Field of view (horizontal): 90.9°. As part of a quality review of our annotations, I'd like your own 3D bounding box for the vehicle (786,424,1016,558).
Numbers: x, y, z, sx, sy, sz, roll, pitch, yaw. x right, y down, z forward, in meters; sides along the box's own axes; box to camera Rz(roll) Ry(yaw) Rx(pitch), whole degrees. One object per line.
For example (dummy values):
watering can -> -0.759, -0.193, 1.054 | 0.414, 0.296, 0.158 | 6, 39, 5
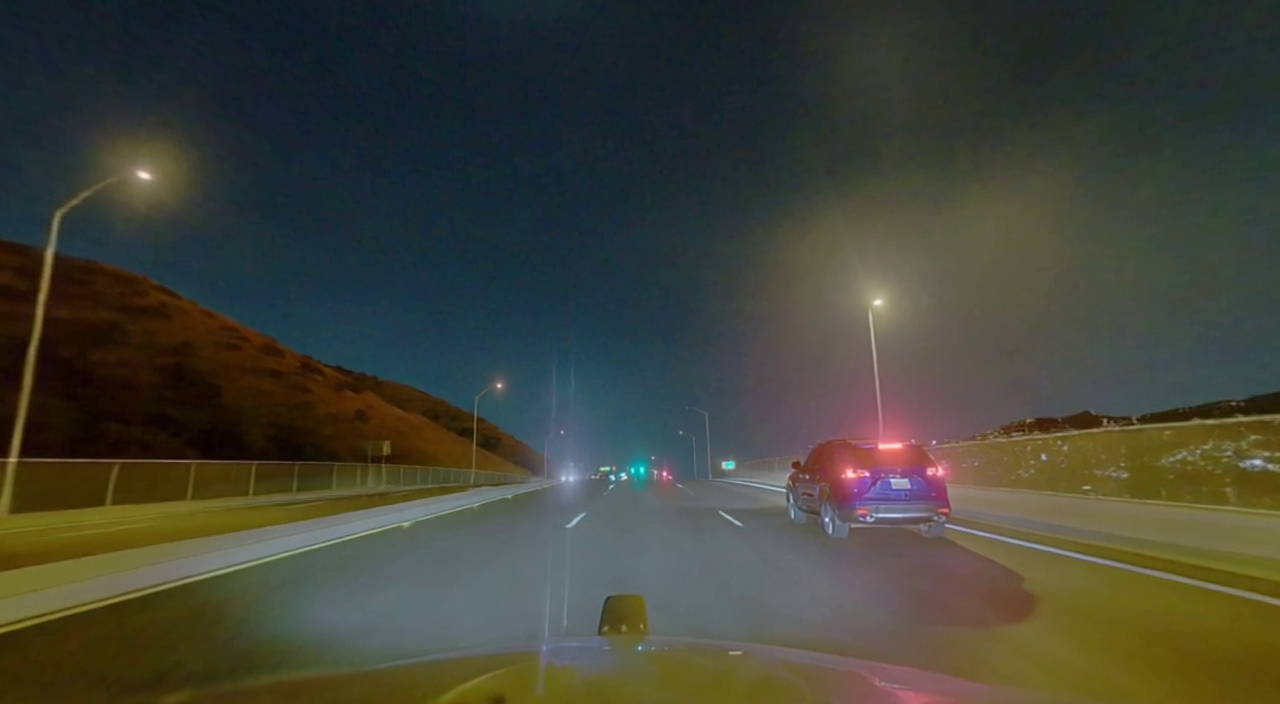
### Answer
vehicle -> 3.935, 2.161, 10.494 | 1.989, 1.730, 4.324 | 0, -9, 1
